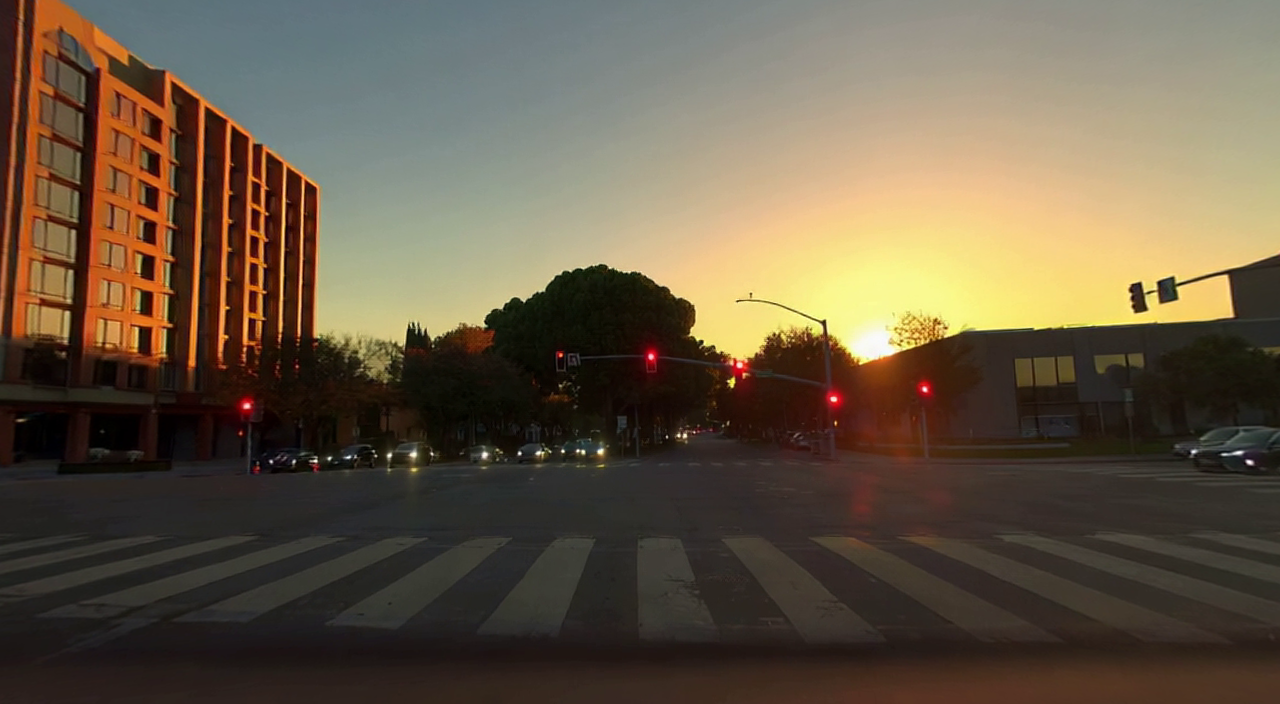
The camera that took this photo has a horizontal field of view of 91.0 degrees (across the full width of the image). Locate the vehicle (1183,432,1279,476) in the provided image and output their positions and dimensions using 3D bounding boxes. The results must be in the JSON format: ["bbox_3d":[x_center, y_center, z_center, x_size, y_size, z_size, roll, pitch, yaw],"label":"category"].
[{"bbox_3d":[22.315,3.578,22.241,4.474,1.477,1.908,0,-9,-3],"label":"vehicle"}]

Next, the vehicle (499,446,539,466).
[{"bbox_3d":[-8.111,7.010,42.609,1.910,1.321,3.692,0,-9,1],"label":"vehicle"}]

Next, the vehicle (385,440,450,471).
[{"bbox_3d":[-15.141,7.039,43.157,2.340,1.946,5.450,0,-9,1],"label":"vehicle"}]

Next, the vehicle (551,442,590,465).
[{"bbox_3d":[-4.533,6.708,41.674,1.954,1.431,4.050,0,-9,2],"label":"vehicle"}]

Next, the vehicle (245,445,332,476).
[{"bbox_3d":[-22.331,6.883,40.207,2.032,1.839,4.884,-2,-9,12],"label":"vehicle"}]

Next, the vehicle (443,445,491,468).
[{"bbox_3d":[-11.638,7.069,42.706,1.911,1.476,4.297,-1,-9,2],"label":"vehicle"}]

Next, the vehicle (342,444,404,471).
[{"bbox_3d":[-18.554,7.344,44.005,2.237,1.801,4.541,0,-9,1],"label":"vehicle"}]
